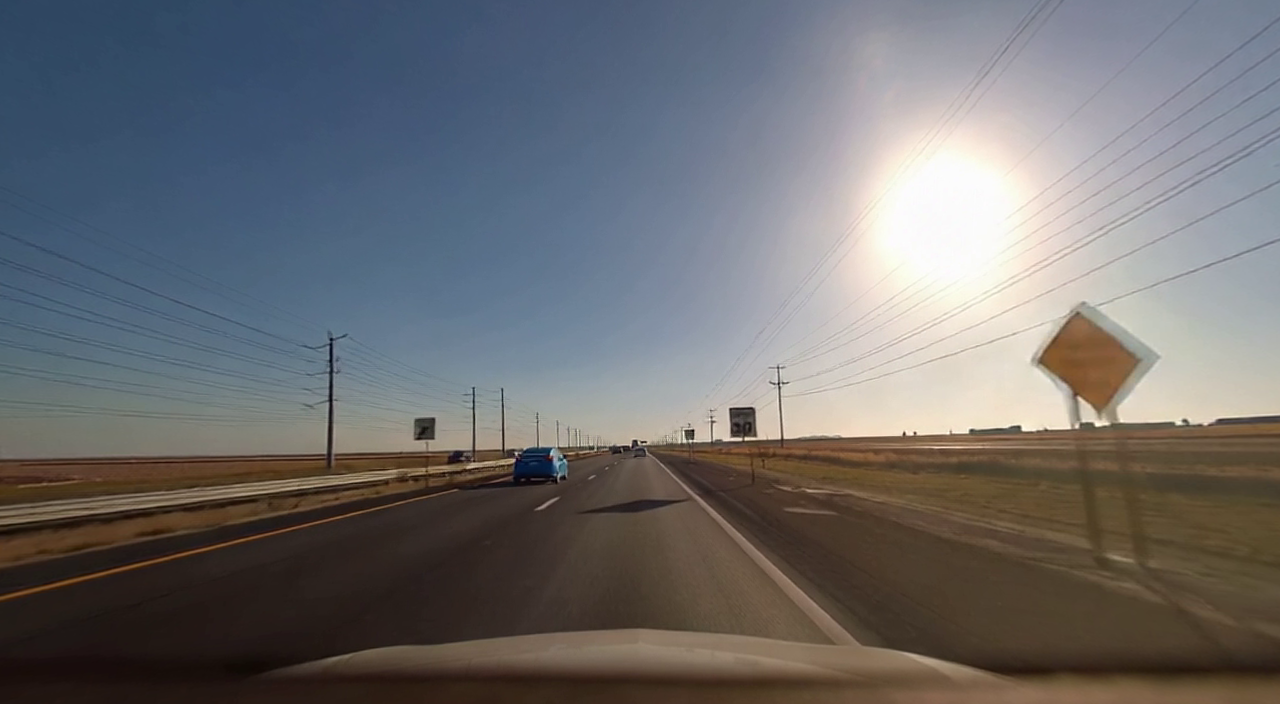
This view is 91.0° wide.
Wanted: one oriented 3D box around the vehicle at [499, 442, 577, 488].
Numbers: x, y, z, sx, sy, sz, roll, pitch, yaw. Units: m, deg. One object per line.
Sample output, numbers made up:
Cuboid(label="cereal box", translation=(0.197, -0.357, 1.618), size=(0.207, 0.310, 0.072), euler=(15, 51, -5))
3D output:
Cuboid(label="vehicle", translation=(-3.694, 4.206, 23.700), size=(2.106, 1.543, 4.465), euler=(0, -9, 1))
